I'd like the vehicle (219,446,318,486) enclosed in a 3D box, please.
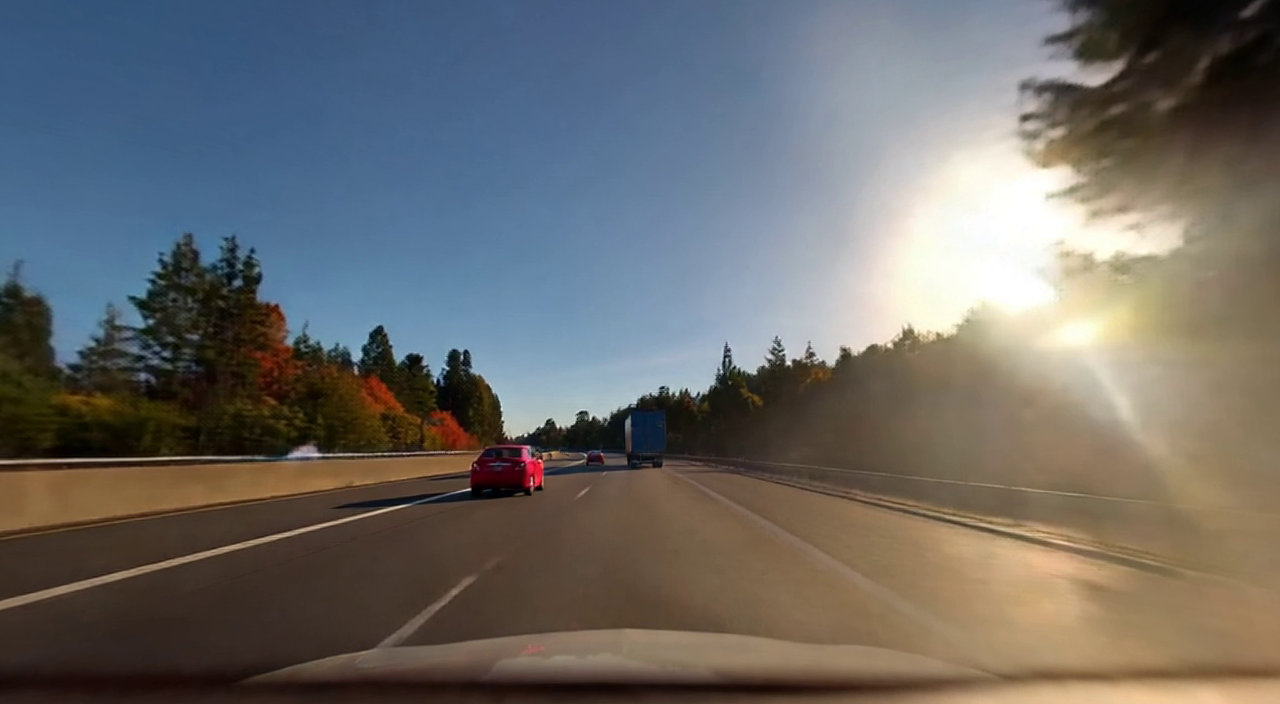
[{"bbox_3d":[-15.915,4.877,27.248,1.871,1.578,3.906,0,-9,0],"label":"vehicle"}]

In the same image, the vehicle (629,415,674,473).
[{"bbox_3d":[0.674,6.591,44.811,2.893,3.628,9.081,0,-9,-1],"label":"vehicle"}]

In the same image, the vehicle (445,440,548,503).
[{"bbox_3d":[-3.973,3.372,18.168,1.977,1.602,3.944,0,-9,1],"label":"vehicle"}]
